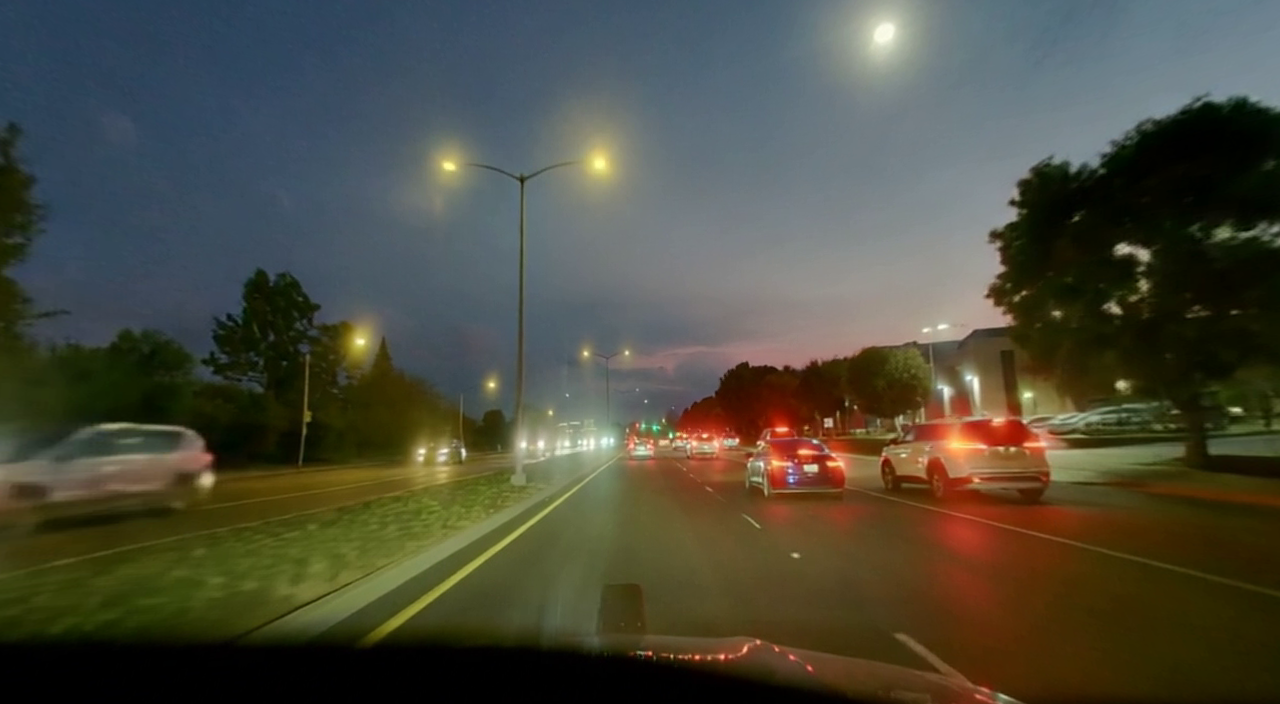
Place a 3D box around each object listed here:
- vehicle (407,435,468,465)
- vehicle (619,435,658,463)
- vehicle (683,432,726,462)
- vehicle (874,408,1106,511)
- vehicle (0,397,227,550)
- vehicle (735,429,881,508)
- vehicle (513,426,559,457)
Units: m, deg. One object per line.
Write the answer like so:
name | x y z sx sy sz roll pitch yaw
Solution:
vehicle | -11.511 5.599 36.003 1.952 1.576 4.409 0 -8 1
vehicle | -0.099 5.559 35.927 2.111 1.506 4.018 0 -8 0
vehicle | 3.907 5.834 38.710 2.130 1.718 4.310 0 -8 -1
vehicle | 7.293 2.323 13.931 2.188 1.840 5.050 0 -8 0
vehicle | -8.418 1.620 8.697 2.116 1.747 4.727 0 -8 0
vehicle | 3.535 2.558 14.258 2.010 1.490 4.639 0 -8 0
vehicle | -7.878 6.879 48.059 2.396 2.216 5.698 0 -8 2
